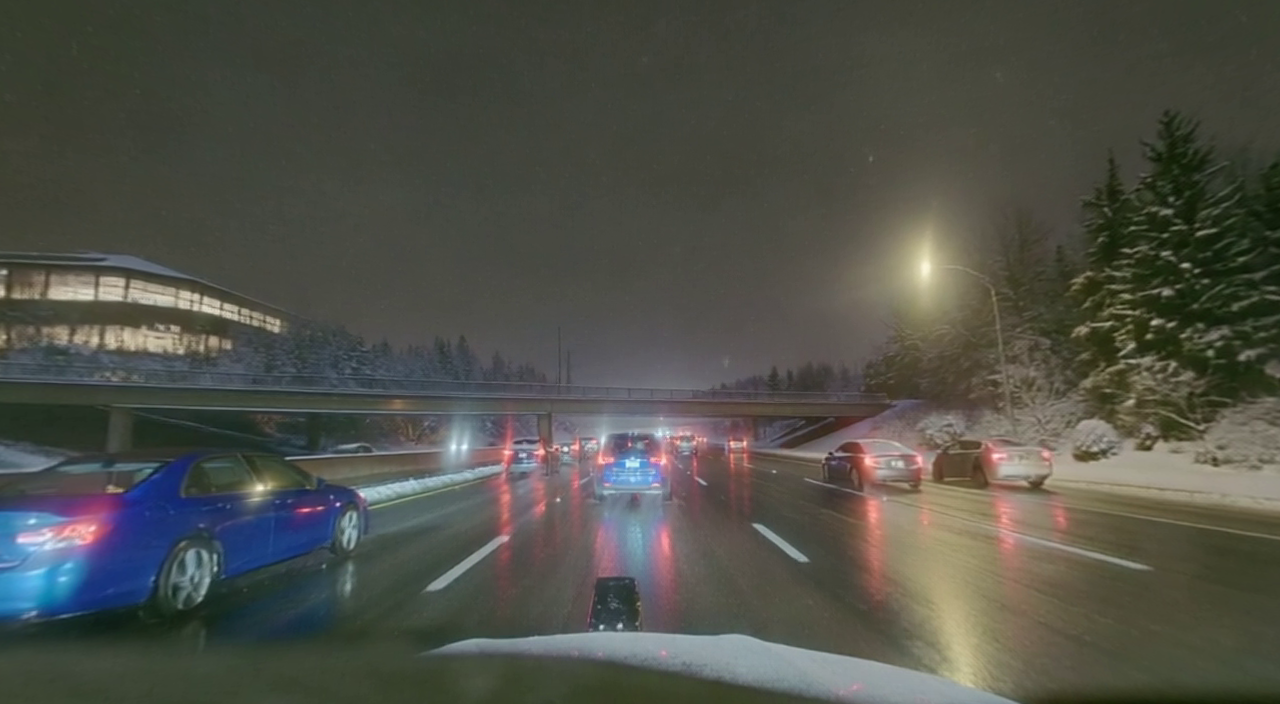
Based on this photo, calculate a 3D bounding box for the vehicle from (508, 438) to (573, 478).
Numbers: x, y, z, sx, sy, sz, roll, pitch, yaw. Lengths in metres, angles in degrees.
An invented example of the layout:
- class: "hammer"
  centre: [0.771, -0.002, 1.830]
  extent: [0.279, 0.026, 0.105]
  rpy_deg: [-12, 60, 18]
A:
- class: "vehicle"
  centre: [-4.006, 4.362, 26.145]
  extent: [1.947, 1.516, 4.295]
  rpy_deg: [0, -9, 1]

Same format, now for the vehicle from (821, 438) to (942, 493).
- class: "vehicle"
  centre: [7.488, 3.547, 20.120]
  extent: [2.049, 1.521, 4.604]
  rpy_deg: [0, -9, 0]

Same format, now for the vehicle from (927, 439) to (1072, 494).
- class: "vehicle"
  centre: [11.146, 3.550, 19.987]
  extent: [2.008, 1.516, 4.385]
  rpy_deg: [0, -9, 0]

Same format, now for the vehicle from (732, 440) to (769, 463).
- class: "vehicle"
  centre: [7.653, 6.924, 43.856]
  extent: [1.880, 1.526, 3.641]
  rpy_deg: [0, -9, 0]

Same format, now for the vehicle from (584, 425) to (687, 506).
- class: "vehicle"
  centre: [-0.070, 2.738, 15.530]
  extent: [2.181, 1.697, 4.021]
  rpy_deg: [0, -9, 1]

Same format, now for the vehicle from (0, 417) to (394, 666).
- class: "vehicle"
  centre: [-4.252, 1.469, 6.053]
  extent: [1.974, 1.478, 4.412]
  rpy_deg: [0, -9, 0]

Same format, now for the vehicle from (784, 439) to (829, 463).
- class: "vehicle"
  centre: [11.666, 6.977, 44.436]
  extent: [1.992, 1.625, 4.359]
  rpy_deg: [0, -9, 0]
